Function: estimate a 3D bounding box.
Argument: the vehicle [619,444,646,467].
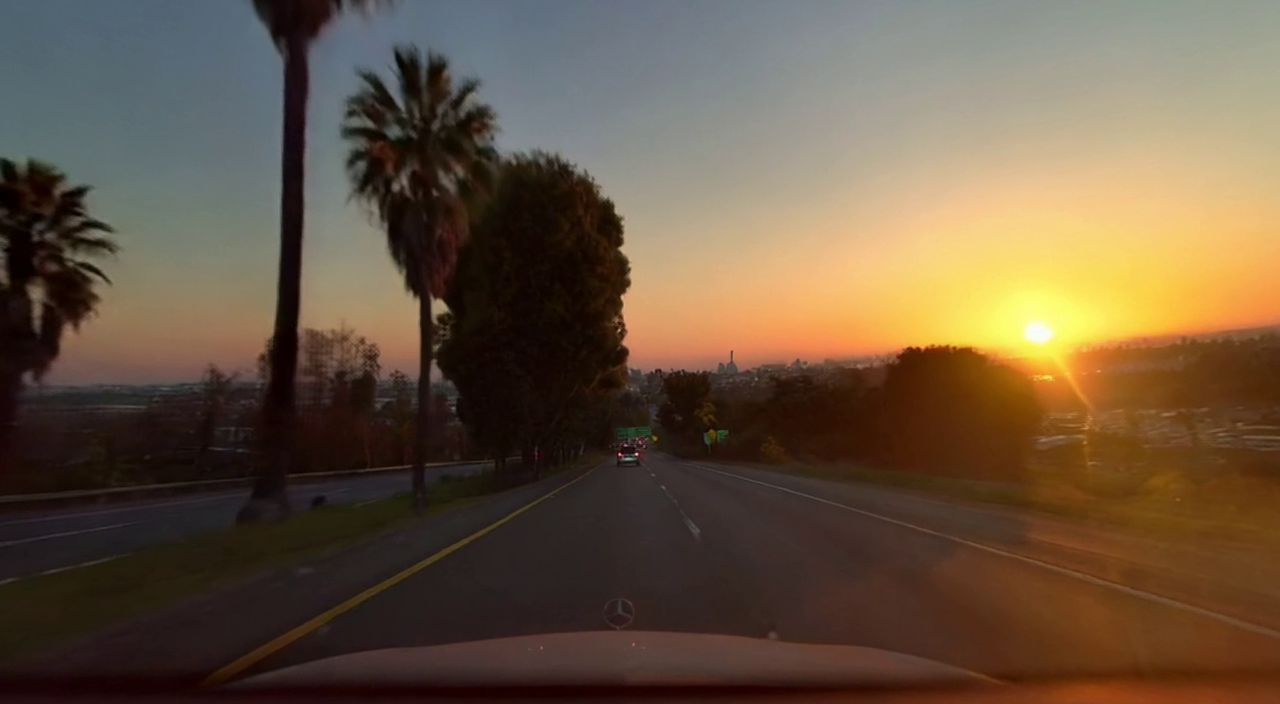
[{"bbox_3d":[-0.609,7.958,48.668,2.001,1.688,4.128,0,-8,-2],"label":"vehicle"}]
